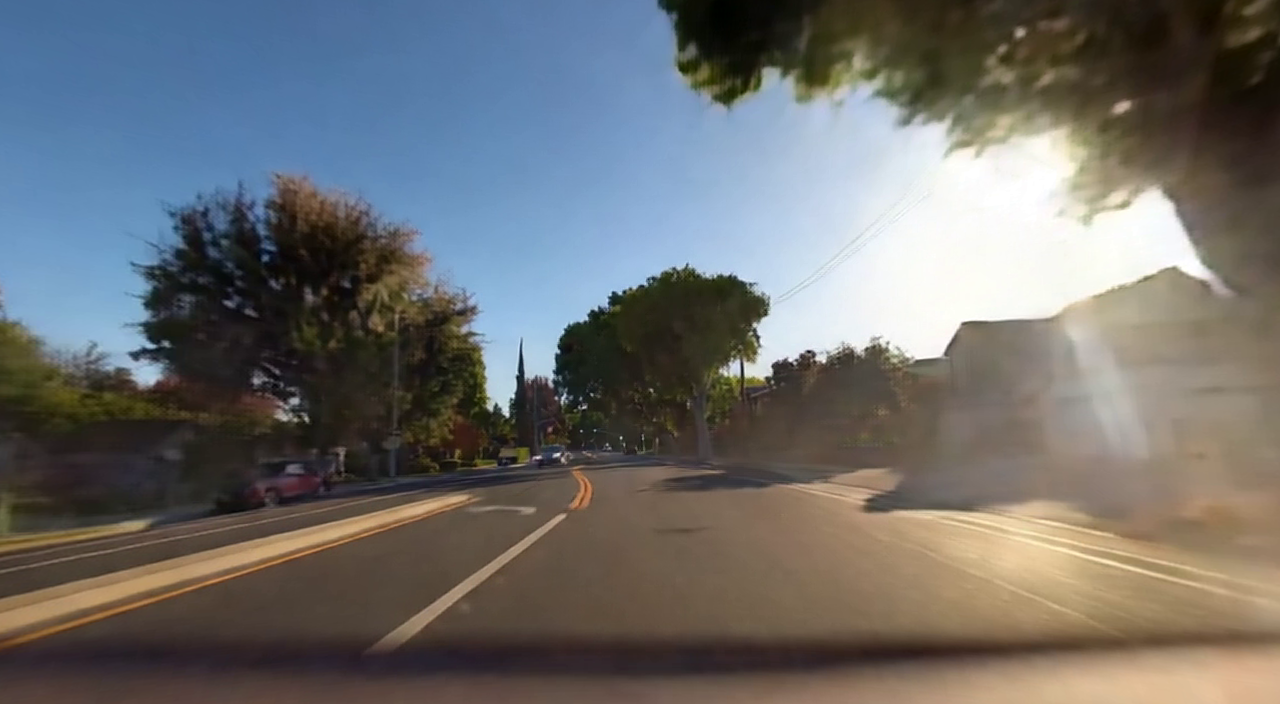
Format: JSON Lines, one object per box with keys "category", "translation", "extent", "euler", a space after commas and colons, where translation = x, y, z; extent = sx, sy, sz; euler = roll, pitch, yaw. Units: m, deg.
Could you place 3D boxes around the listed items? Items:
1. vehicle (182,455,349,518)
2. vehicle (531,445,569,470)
{"category": "vehicle", "translation": [-12.015, 4.319, 20.808], "extent": [2.066, 1.681, 5.292], "euler": [-1, -8, 3]}
{"category": "vehicle", "translation": [-6.192, 7.258, 43.735], "extent": [1.951, 1.612, 4.269], "euler": [0, -8, 0]}
